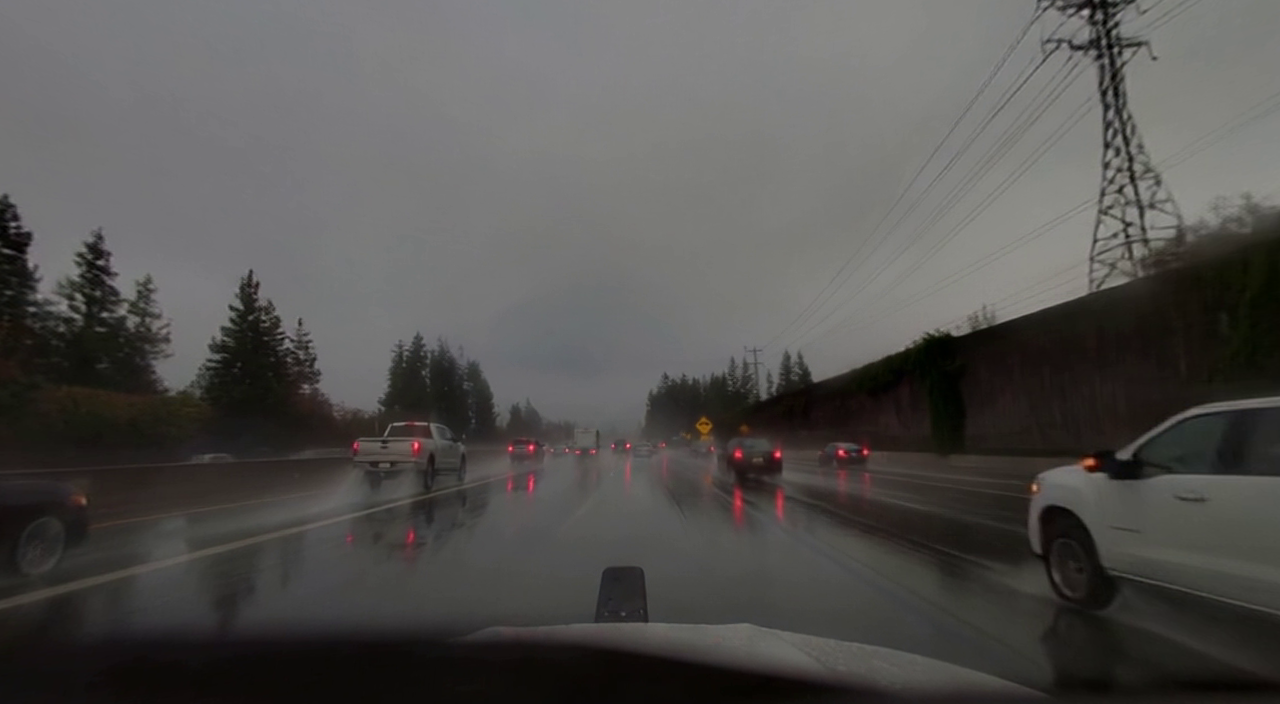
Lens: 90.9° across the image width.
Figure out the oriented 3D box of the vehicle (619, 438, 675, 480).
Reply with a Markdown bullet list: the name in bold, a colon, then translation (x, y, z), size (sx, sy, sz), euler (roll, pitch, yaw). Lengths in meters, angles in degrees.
- **vehicle**: translation (0.245, 4.076, 24.244), size (1.966, 1.444, 3.986), euler (0, -9, 0)

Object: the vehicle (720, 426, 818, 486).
- **vehicle**: translation (4.132, 3.433, 21.101), size (2.195, 1.778, 4.455), euler (0, -9, -2)

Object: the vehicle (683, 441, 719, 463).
- **vehicle**: translation (3.993, 6.617, 41.831), size (1.895, 1.429, 3.908), euler (0, -9, -1)

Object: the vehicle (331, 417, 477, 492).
- **vehicle**: translation (-6.958, 3.135, 19.522), size (2.269, 1.936, 5.777), euler (0, -9, 0)

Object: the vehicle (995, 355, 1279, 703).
- **vehicle**: translation (3.948, 0.880, 3.001), size (2.002, 1.691, 4.290), euler (0, -9, 0)

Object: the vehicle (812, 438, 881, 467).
- **vehicle**: translation (11.411, 5.600, 35.268), size (2.117, 1.491, 4.830), euler (0, -9, -1)

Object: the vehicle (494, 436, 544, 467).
- **vehicle**: translation (-6.950, 5.772, 36.799), size (1.978, 1.680, 4.263), euler (0, -9, 1)

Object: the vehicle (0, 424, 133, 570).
- **vehicle**: translation (-7.533, 1.405, 5.915), size (1.911, 1.479, 4.312), euler (0, -9, 1)
